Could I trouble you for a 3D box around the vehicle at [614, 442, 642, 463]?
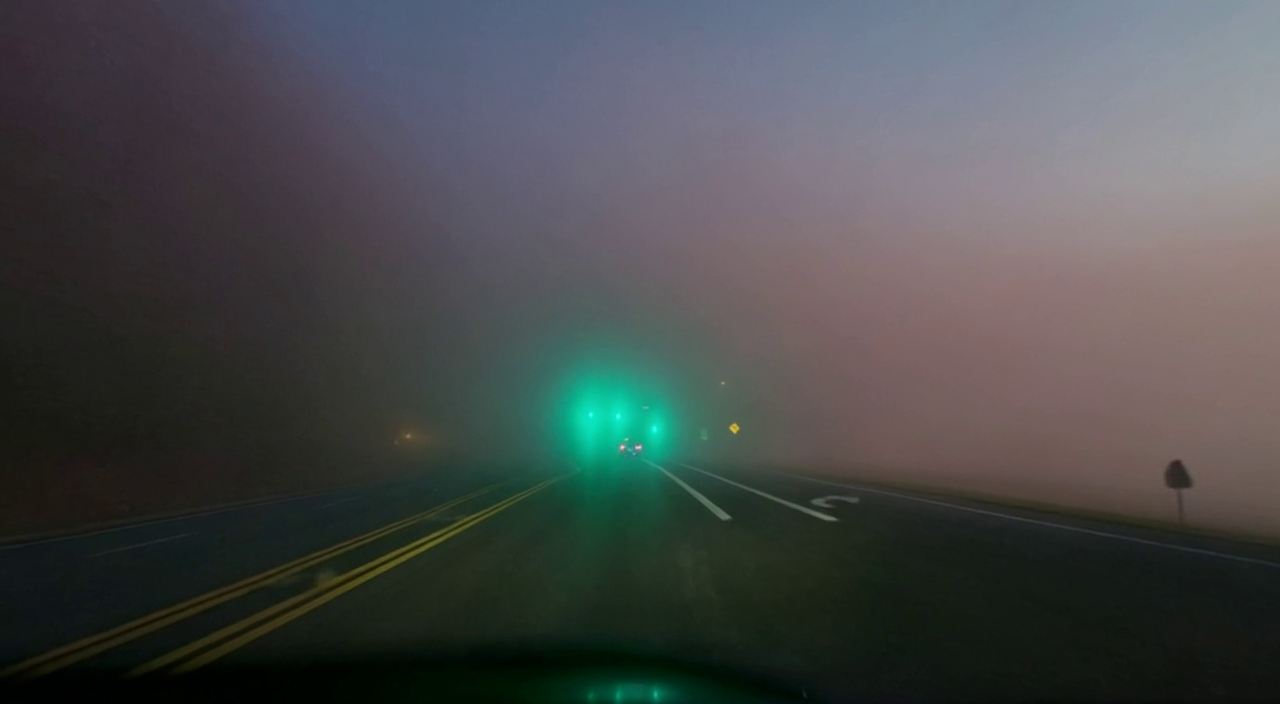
[{"bbox_3d":[-0.949,7.529,47.420,2.042,1.489,3.963,0,-8,-2],"label":"vehicle"}]
